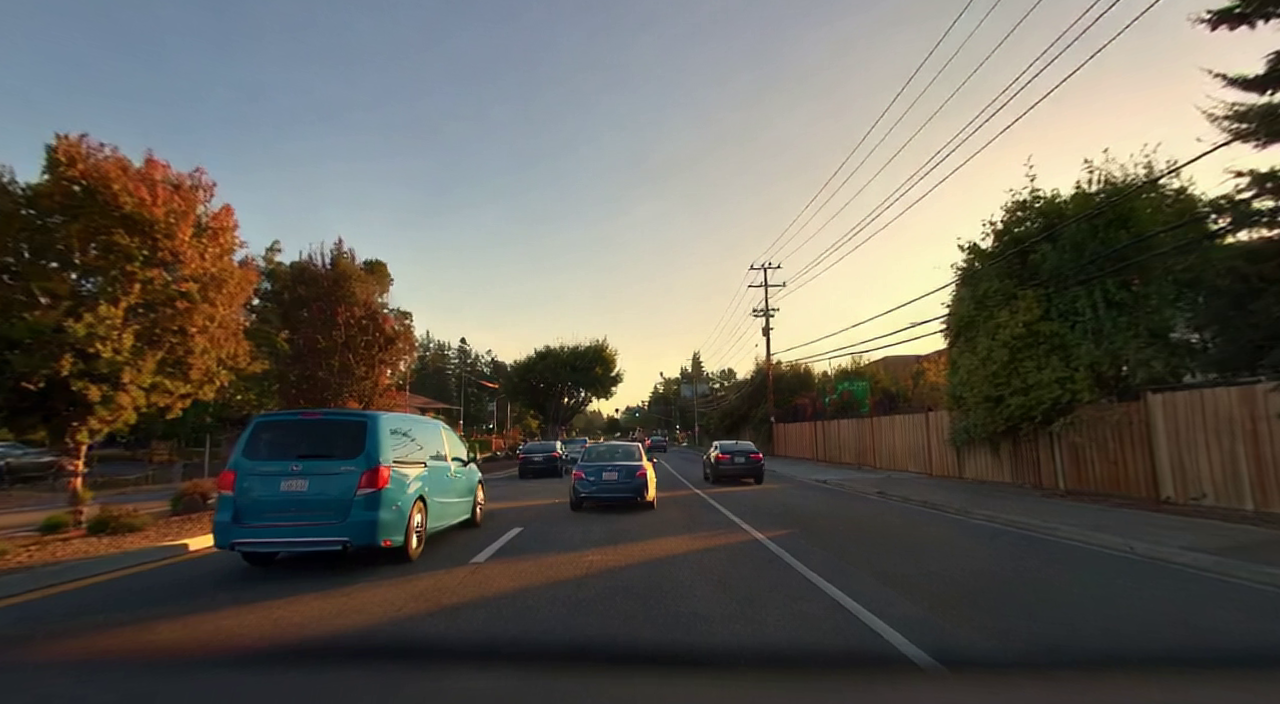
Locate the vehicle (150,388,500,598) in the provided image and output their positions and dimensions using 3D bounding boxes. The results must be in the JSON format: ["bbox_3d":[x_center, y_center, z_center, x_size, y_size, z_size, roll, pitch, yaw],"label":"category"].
[{"bbox_3d":[-3.309,1.595,8.030,2.092,1.839,4.736,0,-9,-2],"label":"vehicle"}]

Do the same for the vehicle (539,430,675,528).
[{"bbox_3d":[-0.559,2.262,11.767,2.097,1.511,3.809,0,-9,-1],"label":"vehicle"}]

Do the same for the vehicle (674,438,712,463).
[{"bbox_3d":[3.230,6.152,39.514,1.841,1.456,4.237,0,-9,-2],"label":"vehicle"}]

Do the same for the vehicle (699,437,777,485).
[{"bbox_3d":[3.273,3.750,22.008,1.878,1.479,4.461,0,-9,-1],"label":"vehicle"}]
